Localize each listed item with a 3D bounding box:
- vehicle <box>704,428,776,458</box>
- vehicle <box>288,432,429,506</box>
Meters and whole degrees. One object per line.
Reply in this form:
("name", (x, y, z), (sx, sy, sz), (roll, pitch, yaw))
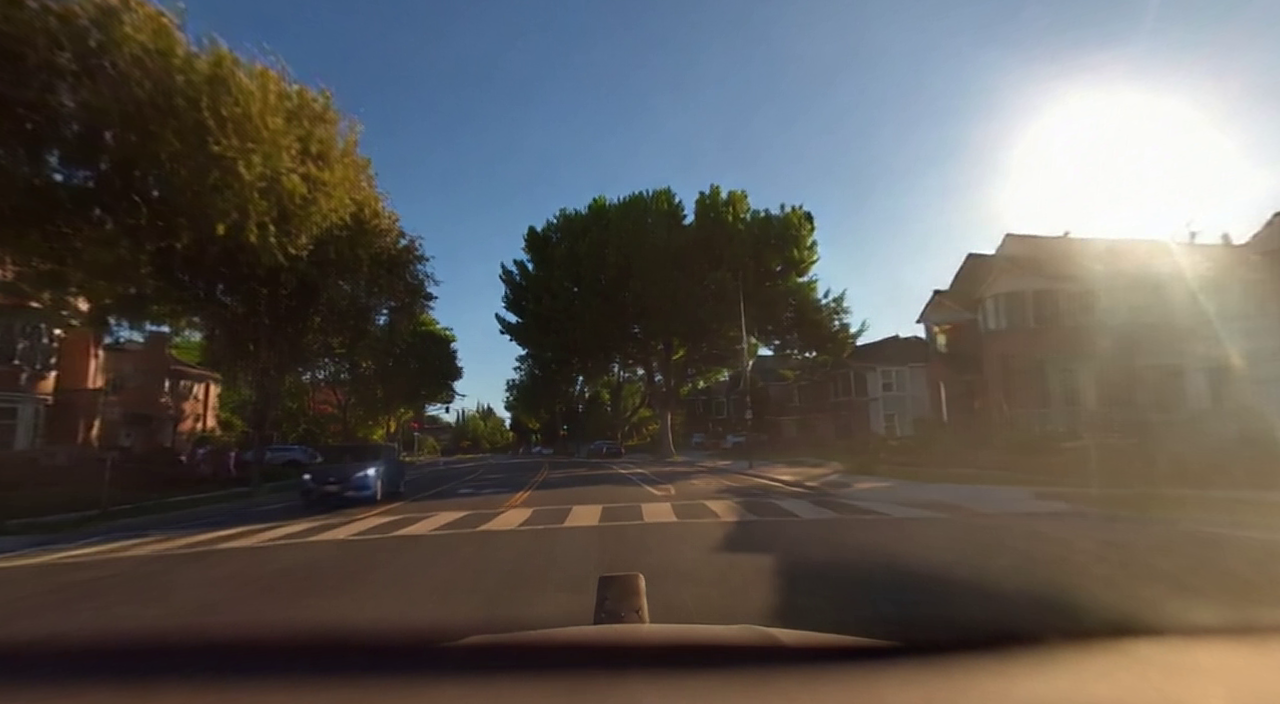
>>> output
("vehicle", (7.433, 6.786, 47.064), (4.697, 1.861, 2.126), (1, -12, -19))
("vehicle", (-7.888, 3.284, 18.348), (2.247, 1.801, 4.672), (0, -8, -5))
